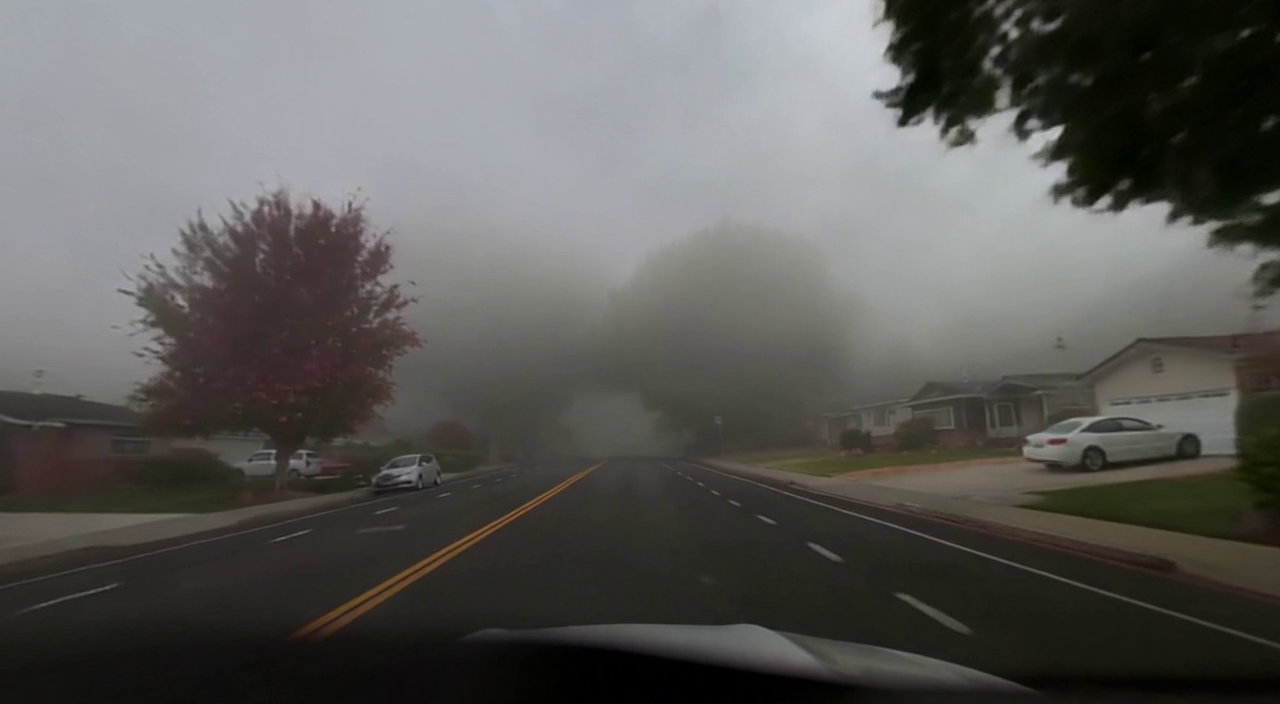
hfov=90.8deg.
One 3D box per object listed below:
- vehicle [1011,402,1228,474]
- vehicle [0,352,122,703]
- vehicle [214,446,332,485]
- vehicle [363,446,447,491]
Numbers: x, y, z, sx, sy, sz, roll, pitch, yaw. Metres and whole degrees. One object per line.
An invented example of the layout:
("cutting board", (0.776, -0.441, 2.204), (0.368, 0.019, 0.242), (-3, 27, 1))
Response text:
("vehicle", (13.736, 2.484, 18.357), (4.441, 1.932, 2.243), (0, -7, 0))
("vehicle", (-4.231, 0.646, 1.162), (2.151, 1.830, 5.172), (0, -8, 0))
("vehicle", (-19.562, 6.071, 33.862), (4.802, 1.868, 2.395), (-1, -9, -2))
("vehicle", (-9.751, 4.837, 26.638), (1.931, 1.465, 4.683), (-5, -7, -3))
